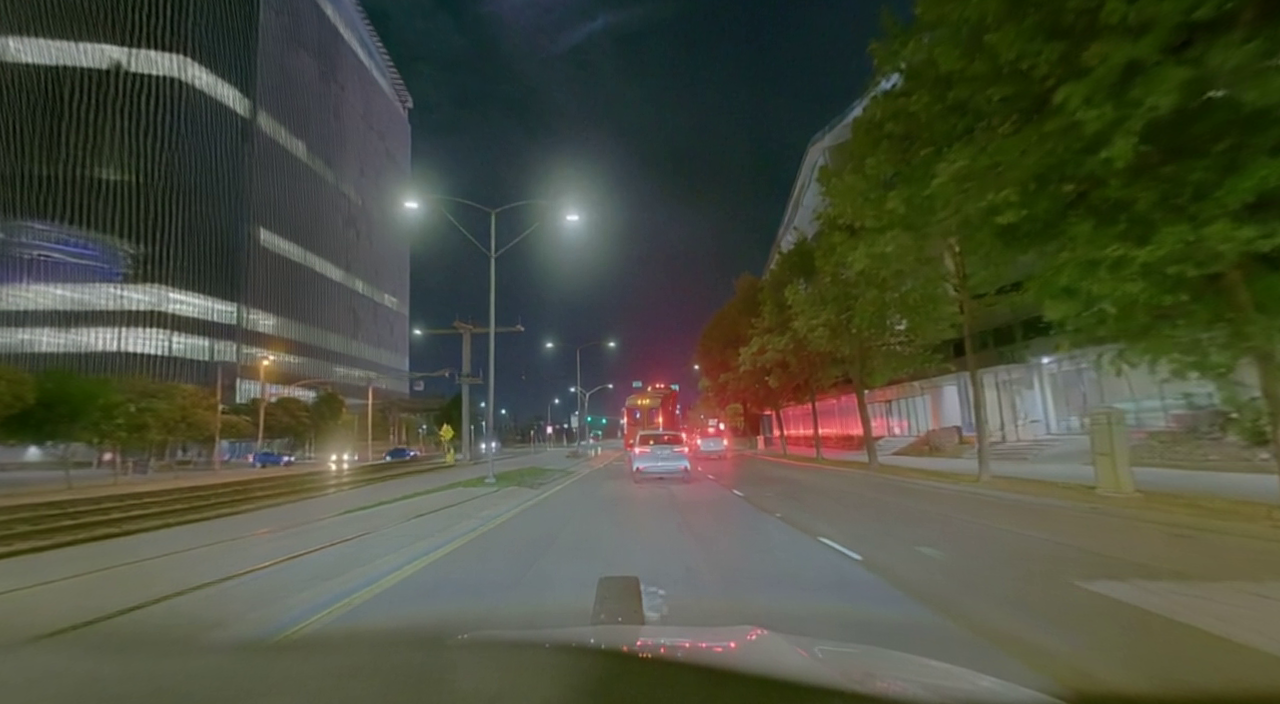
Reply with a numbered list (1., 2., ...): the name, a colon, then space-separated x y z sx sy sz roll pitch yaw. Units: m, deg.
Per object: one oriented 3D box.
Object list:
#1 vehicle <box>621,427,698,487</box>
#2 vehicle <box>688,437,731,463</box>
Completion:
1. vehicle: 0.524 3.269 19.862 2.190 1.684 4.084 0 -9 -1
2. vehicle: 4.072 5.849 37.540 1.916 1.466 4.529 0 -9 -1
